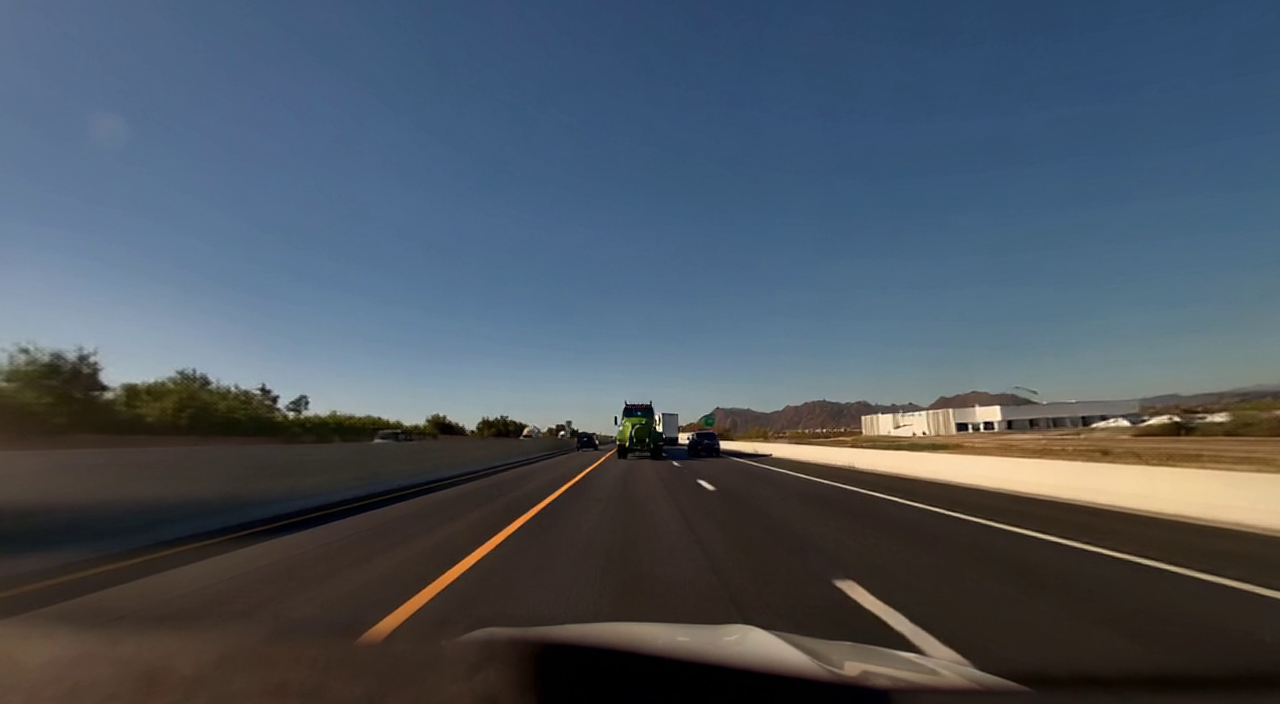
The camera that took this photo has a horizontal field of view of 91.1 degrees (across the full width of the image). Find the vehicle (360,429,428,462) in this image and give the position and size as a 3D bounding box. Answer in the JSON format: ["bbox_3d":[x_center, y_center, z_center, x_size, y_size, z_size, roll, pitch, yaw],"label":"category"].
[{"bbox_3d":[-14.645,5.578,37.751,2.096,1.872,5.011,0,-8,-1],"label":"vehicle"}]

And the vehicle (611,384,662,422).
[{"bbox_3d":[-0.184,2.343,28.039,2.112,1.472,4.240,0,-8,-1],"label":"vehicle"}]

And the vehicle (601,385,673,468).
[{"bbox_3d":[-0.296,3.944,32.644,2.953,3.406,13.372,0,-7,-2],"label":"vehicle"}]

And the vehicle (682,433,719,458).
[{"bbox_3d":[3.821,5.934,40.252,1.910,1.492,4.324,0,-8,-1],"label":"vehicle"}]
